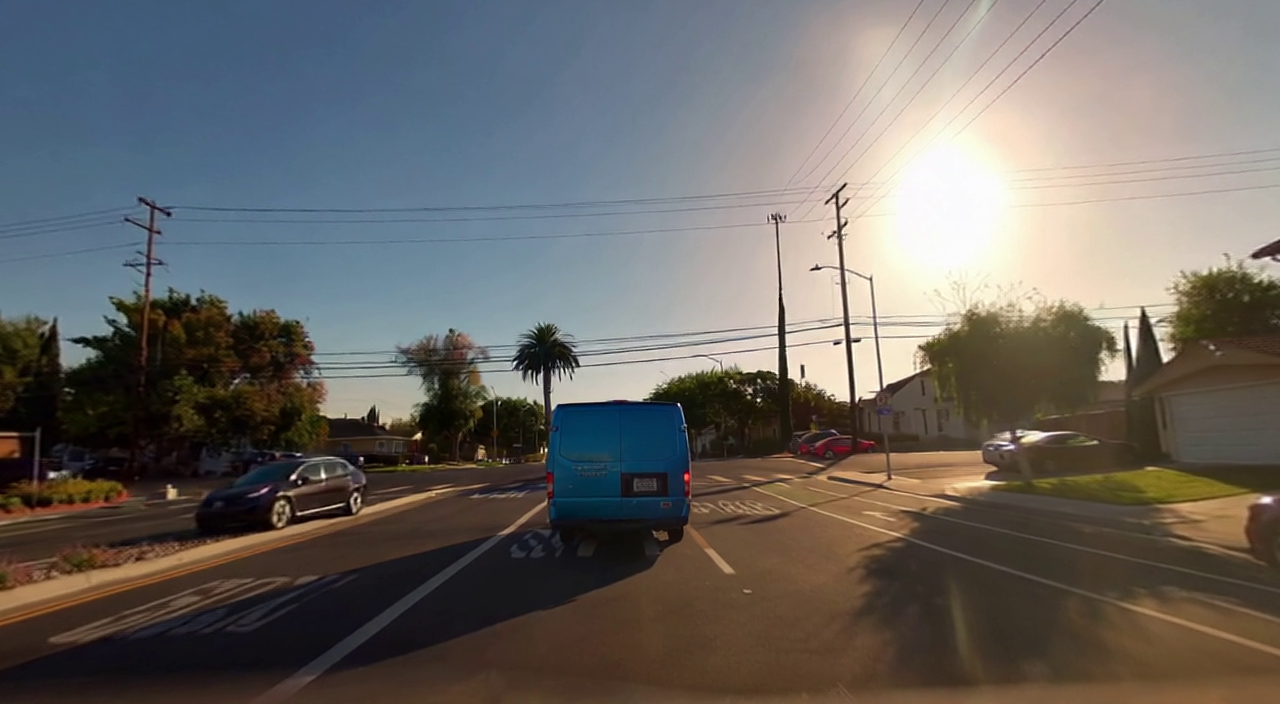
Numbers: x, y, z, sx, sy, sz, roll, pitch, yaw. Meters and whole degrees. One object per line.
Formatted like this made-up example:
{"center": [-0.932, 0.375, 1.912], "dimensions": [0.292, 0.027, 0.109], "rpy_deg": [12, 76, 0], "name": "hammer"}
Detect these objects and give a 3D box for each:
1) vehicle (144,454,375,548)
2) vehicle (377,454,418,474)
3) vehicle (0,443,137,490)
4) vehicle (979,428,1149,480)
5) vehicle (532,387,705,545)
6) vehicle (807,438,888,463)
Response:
{"center": [-7.288, 2.846, 12.801], "dimensions": [1.962, 1.481, 4.434], "rpy_deg": [0, -9, -1], "name": "vehicle"}
{"center": [-18.131, 8.349, 47.345], "dimensions": [1.633, 1.398, 3.729], "rpy_deg": [0, -9, 0], "name": "vehicle"}
{"center": [-26.943, 5.293, 29.409], "dimensions": [5.026, 2.017, 2.215], "rpy_deg": [0, -9, -2], "name": "vehicle"}
{"center": [13.136, 3.163, 19.760], "dimensions": [3.916, 1.517, 1.887], "rpy_deg": [0, -9, -2], "name": "vehicle"}
{"center": [-0.335, 1.917, 11.132], "dimensions": [2.342, 2.142, 4.809], "rpy_deg": [0, -9, -1], "name": "vehicle"}
{"center": [13.097, 6.238, 40.040], "dimensions": [4.483, 1.463, 1.805], "rpy_deg": [0, -9, -1], "name": "vehicle"}
